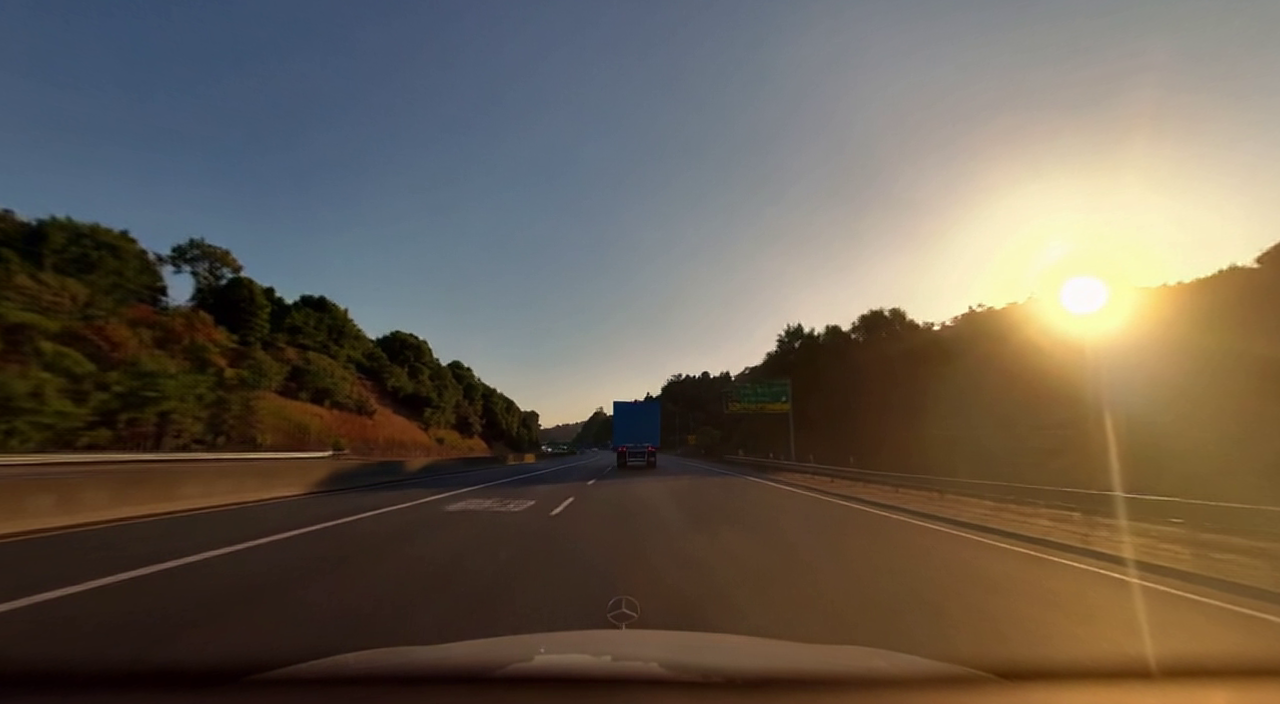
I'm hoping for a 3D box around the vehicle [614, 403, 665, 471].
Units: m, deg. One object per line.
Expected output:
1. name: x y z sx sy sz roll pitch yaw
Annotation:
1. vehicle: -0.116 5.809 42.296 2.982 3.947 11.075 0 -9 -1
